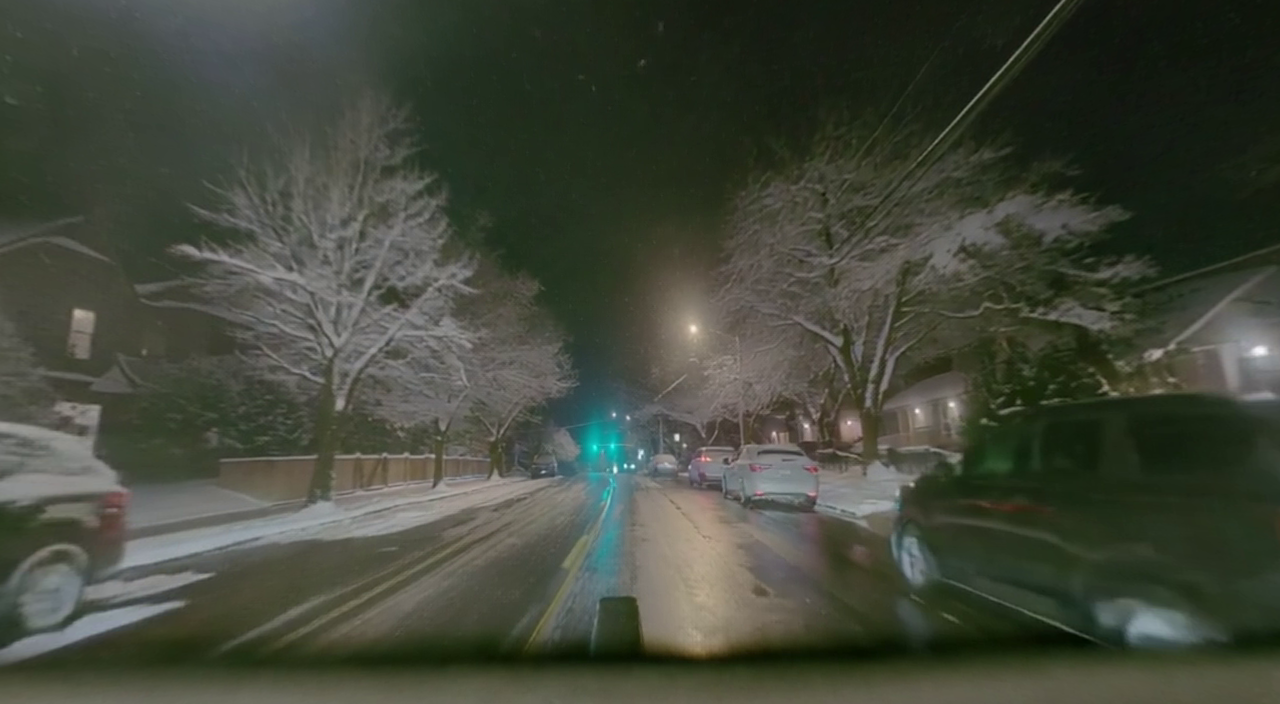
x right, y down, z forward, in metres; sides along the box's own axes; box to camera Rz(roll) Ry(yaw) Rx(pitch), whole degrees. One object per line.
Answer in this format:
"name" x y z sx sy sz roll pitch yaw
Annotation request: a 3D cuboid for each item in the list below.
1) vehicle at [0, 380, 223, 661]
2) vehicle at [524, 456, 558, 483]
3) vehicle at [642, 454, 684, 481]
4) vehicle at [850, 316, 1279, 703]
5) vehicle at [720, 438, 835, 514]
"vehicle" -5.067 1.019 3.561 2.155 1.729 4.799 -2 -8 0
"vehicle" -7.147 8.438 45.755 2.051 1.575 4.581 -2 -7 -5
"vehicle" 1.574 8.158 44.805 2.163 1.742 4.239 1 -9 -8
"vehicle" 3.251 1.086 4.046 2.229 1.826 4.611 -1 -8 1
"vehicle" 3.454 3.188 16.853 1.970 1.709 4.568 -1 -8 0
